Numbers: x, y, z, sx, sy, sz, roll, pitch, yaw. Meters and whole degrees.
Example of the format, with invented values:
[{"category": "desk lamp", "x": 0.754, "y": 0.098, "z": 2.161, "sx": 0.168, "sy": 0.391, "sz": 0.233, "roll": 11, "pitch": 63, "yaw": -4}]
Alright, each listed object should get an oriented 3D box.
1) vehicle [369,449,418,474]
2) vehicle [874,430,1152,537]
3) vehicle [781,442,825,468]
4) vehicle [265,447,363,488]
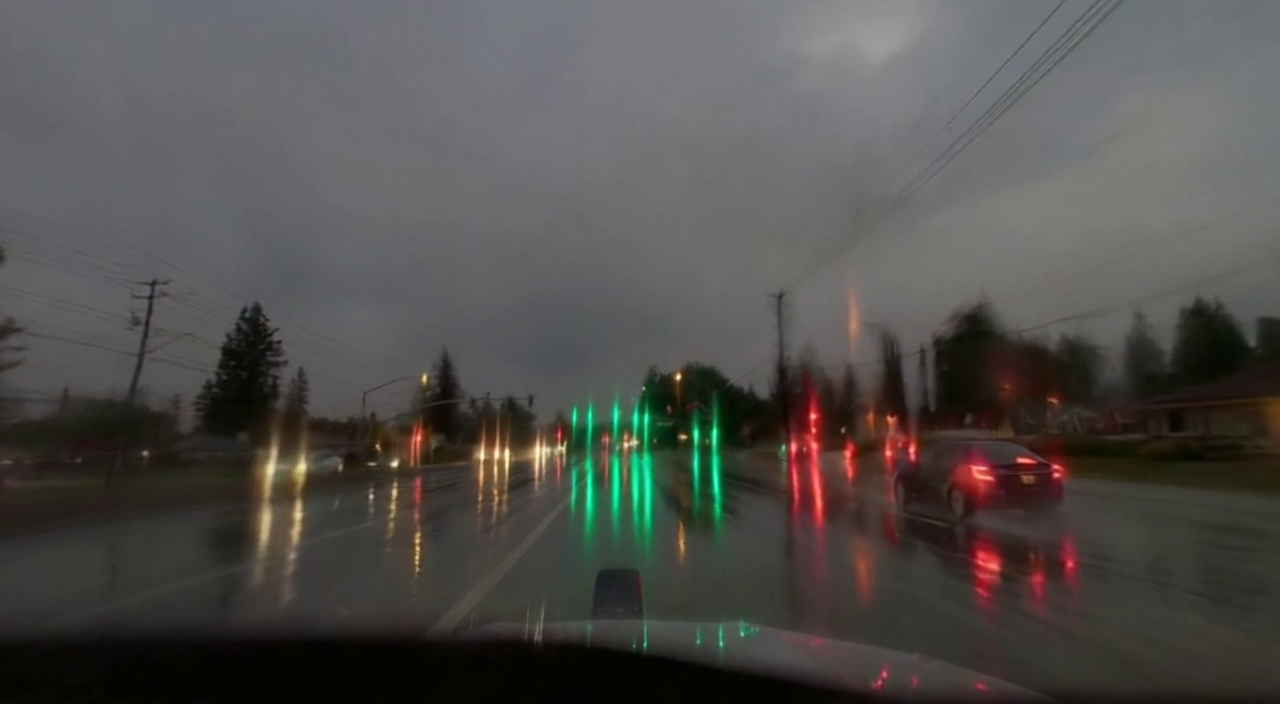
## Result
[{"category": "vehicle", "x": -18.675, "y": 8.302, "z": 48.060, "sx": 1.982, "sy": 1.728, "sz": 4.552, "roll": 0, "pitch": -9, "yaw": -2}, {"category": "vehicle", "x": 6.276, "y": 2.246, "z": 11.513, "sx": 2.113, "sy": 1.520, "sz": 4.650, "roll": 0, "pitch": -9, "yaw": -2}, {"category": "vehicle", "x": 10.754, "y": 6.831, "z": 42.010, "sx": 1.979, "sy": 1.581, "sz": 4.271, "roll": -1, "pitch": -9, "yaw": 3}, {"category": "vehicle", "x": -14.333, "y": 5.064, "z": 28.118, "sx": 2.060, "sy": 1.681, "sz": 4.418, "roll": 0, "pitch": -9, "yaw": -1}]
